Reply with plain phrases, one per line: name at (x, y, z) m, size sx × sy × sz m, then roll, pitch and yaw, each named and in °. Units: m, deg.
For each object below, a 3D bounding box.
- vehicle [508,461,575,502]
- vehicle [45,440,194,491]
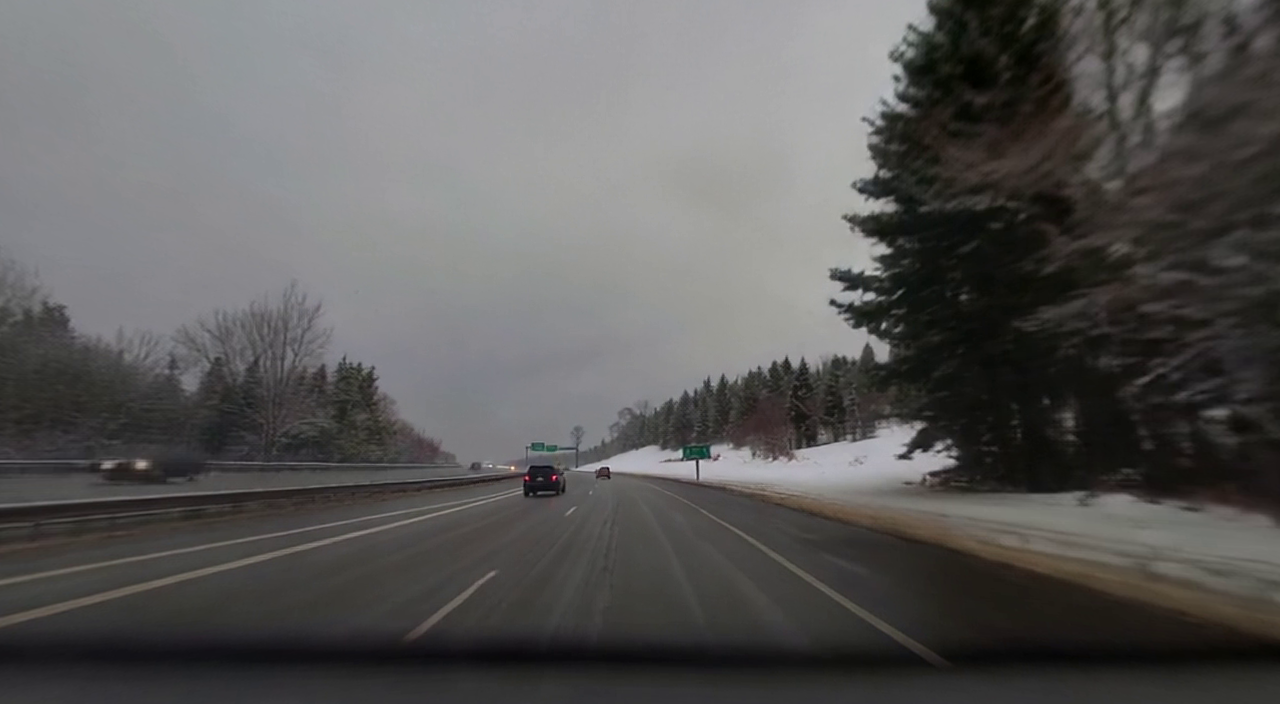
vehicle at (-4.046, 5.441, 26.736) m, size 2.115 × 1.546 × 4.638 m, roll 1°, pitch -10°, yaw -1°
vehicle at (-21.481, 4.755, 26.356) m, size 2.076 × 1.899 × 4.861 m, roll 1°, pitch -10°, yaw -1°
